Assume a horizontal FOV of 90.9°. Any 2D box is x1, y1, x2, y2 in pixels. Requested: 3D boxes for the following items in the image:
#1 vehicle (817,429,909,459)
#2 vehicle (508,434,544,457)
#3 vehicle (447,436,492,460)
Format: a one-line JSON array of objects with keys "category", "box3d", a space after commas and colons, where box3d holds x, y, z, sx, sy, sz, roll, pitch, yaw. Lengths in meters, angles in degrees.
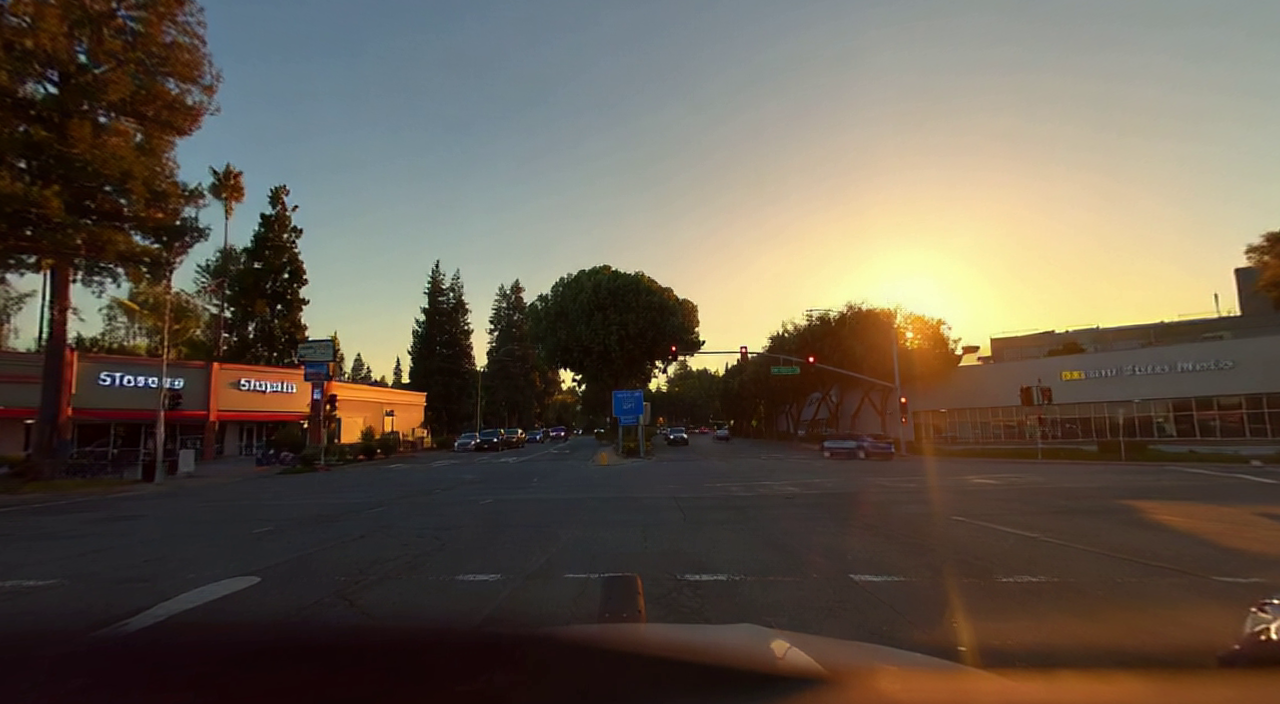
[{"category": "vehicle", "box3d": [13.029, 5.418, 37.125, 1.936, 1.664, 4.667, 8, -12, -43]}, {"category": "vehicle", "box3d": [-8.073, 6.669, 45.078, 1.920, 1.546, 4.086, 0, -9, -1]}, {"category": "vehicle", "box3d": [-11.765, 6.681, 43.880, 2.111, 1.499, 4.371, 0, -9, -3]}]
